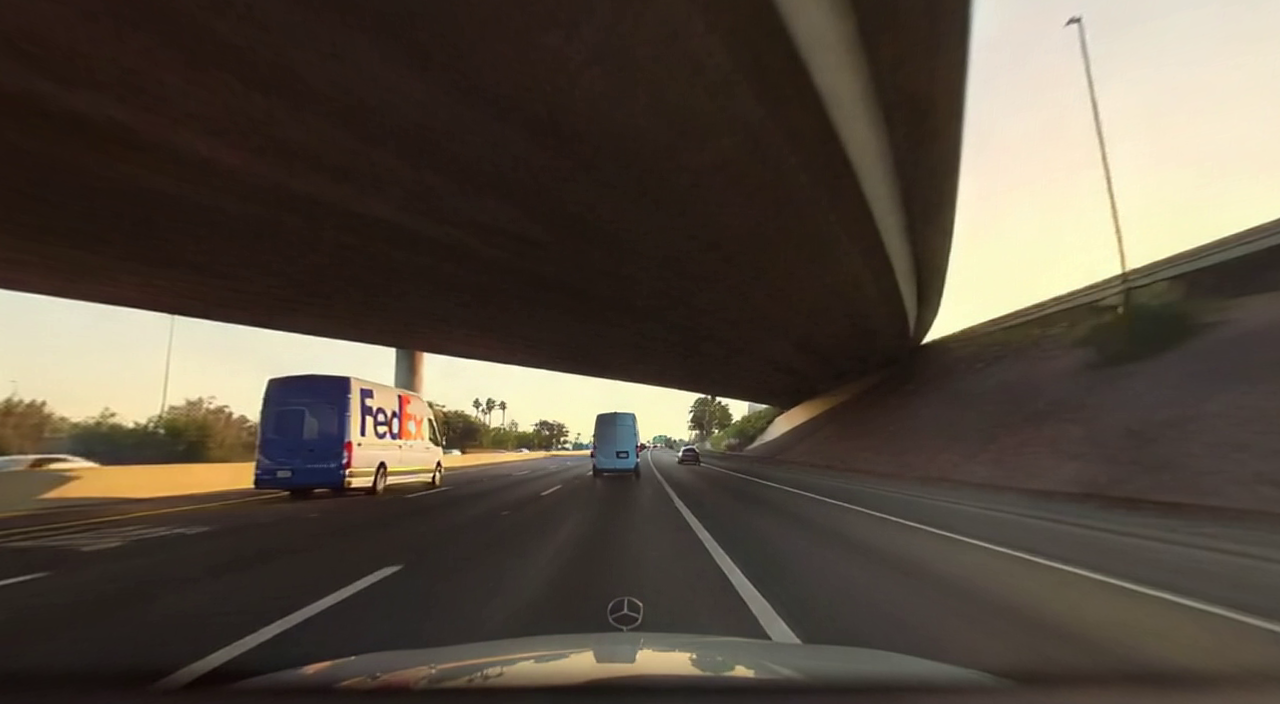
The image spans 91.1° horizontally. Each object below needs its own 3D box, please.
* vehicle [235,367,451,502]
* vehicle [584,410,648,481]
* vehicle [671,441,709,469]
[{"bbox_3d":[-8.115,2.522,18.554,2.965,3.178,7.188,0,-9,-1],"label":"vehicle"},{"bbox_3d":[-0.913,4.102,27.564,2.476,2.776,5.598,0,-9,1],"label":"vehicle"},{"bbox_3d":[3.135,6.521,39.930,1.987,1.648,3.984,0,-9,-1],"label":"vehicle"}]
